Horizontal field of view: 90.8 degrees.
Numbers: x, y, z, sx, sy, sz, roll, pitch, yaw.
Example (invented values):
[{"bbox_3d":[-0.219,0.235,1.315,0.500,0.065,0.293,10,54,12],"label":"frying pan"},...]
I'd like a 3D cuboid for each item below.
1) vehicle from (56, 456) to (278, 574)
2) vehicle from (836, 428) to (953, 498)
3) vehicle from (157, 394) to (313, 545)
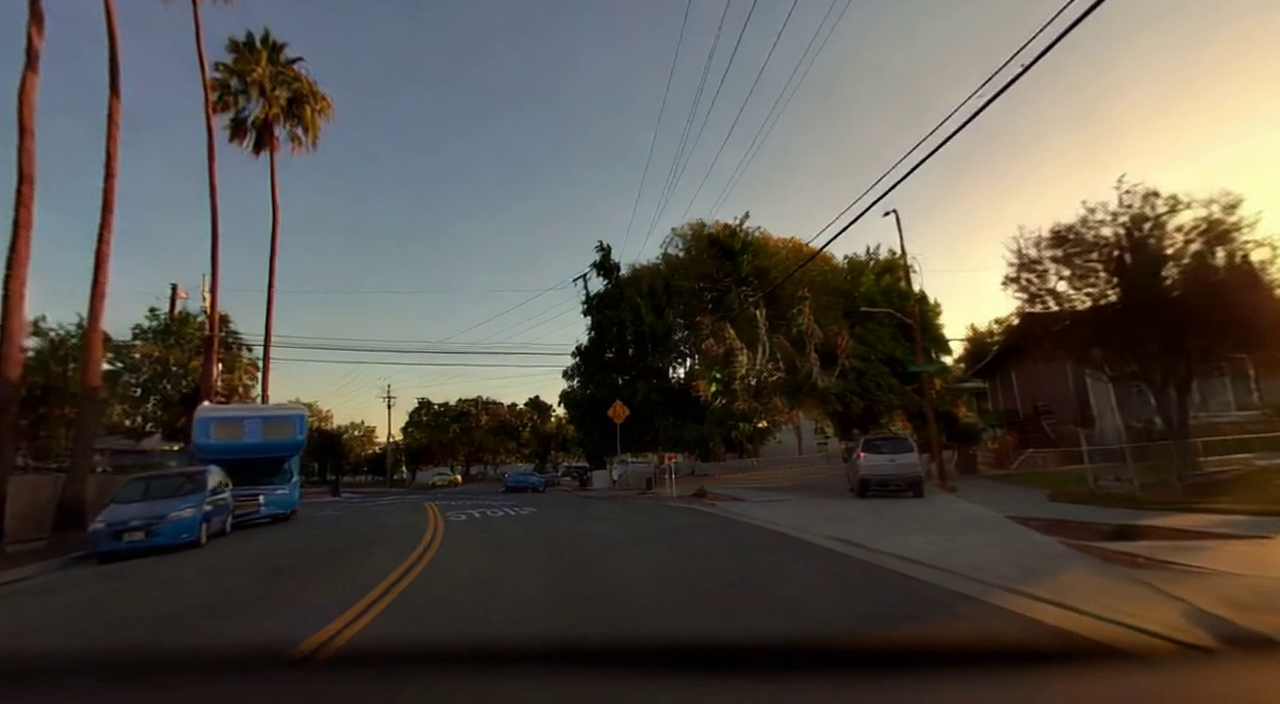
[{"bbox_3d":[-9.047,3.032,12.711,2.103,1.599,4.865,1,-7,-19],"label":"vehicle"},{"bbox_3d":[8.082,3.509,20.795,2.508,1.887,5.930,-3,-7,12],"label":"vehicle"},{"bbox_3d":[-13.076,3.653,21.552,3.216,3.720,11.364,2,-8,-27],"label":"vehicle"}]
